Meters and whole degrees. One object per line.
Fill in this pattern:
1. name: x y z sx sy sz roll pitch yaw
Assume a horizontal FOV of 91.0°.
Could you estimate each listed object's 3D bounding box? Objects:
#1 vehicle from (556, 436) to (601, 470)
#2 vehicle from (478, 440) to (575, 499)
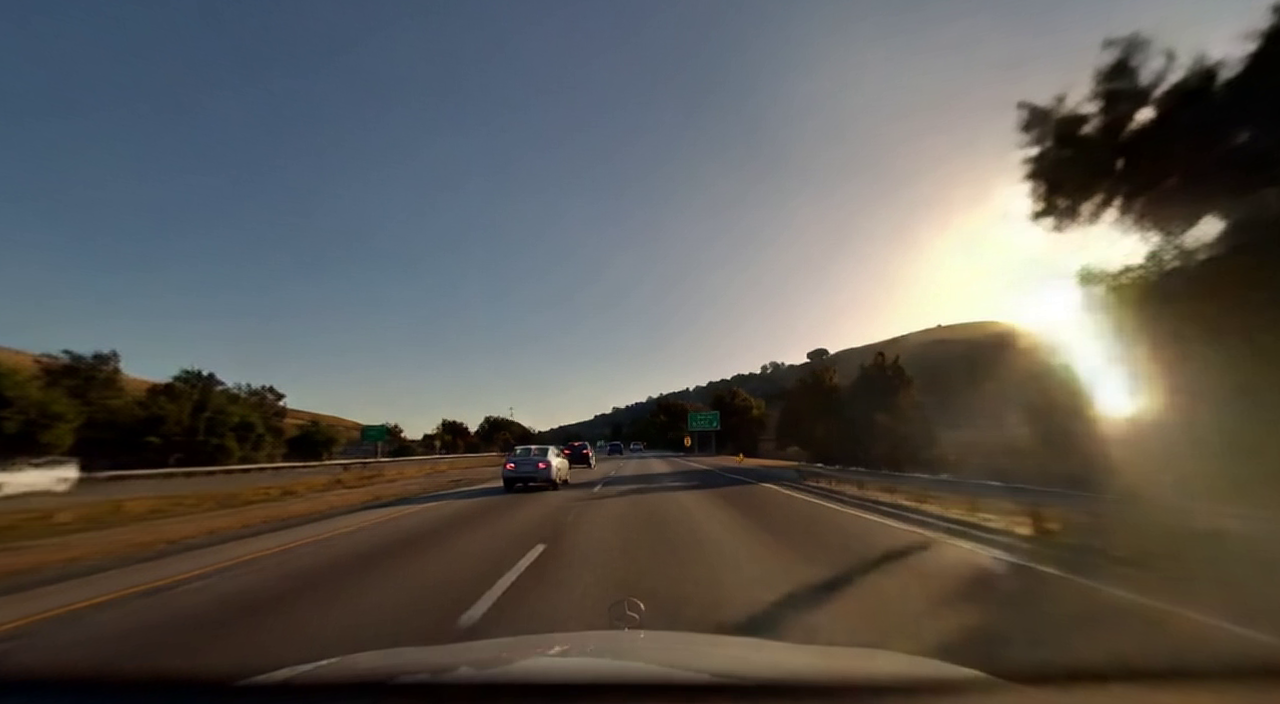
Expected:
1. vehicle: -3.630 6.065 37.920 2.177 1.852 4.427 -1 -9 1
2. vehicle: -3.249 3.487 19.048 2.044 1.527 4.607 -1 -9 1
